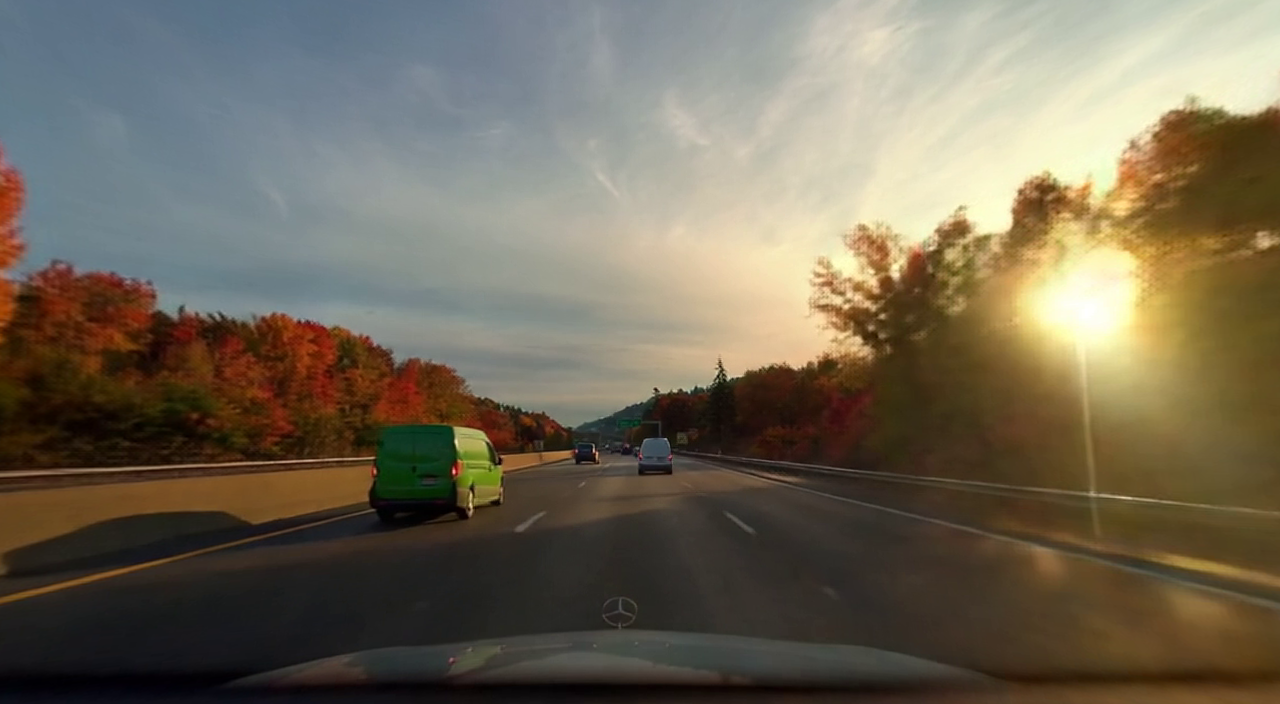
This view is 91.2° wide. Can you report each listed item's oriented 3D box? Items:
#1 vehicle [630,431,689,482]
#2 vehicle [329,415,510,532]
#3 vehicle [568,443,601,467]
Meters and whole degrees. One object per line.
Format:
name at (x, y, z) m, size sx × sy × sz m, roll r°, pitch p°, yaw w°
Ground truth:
vehicle at (0.700, 4.363, 26.283) m, size 2.179 × 1.930 × 4.538 m, roll 0°, pitch -9°, yaw -2°
vehicle at (-3.833, 2.185, 11.751) m, size 2.021 × 1.790 × 3.907 m, roll 0°, pitch -9°, yaw -1°
vehicle at (-4.110, 7.702, 46.919) m, size 2.088 × 1.688 × 4.365 m, roll 0°, pitch -9°, yaw -1°
